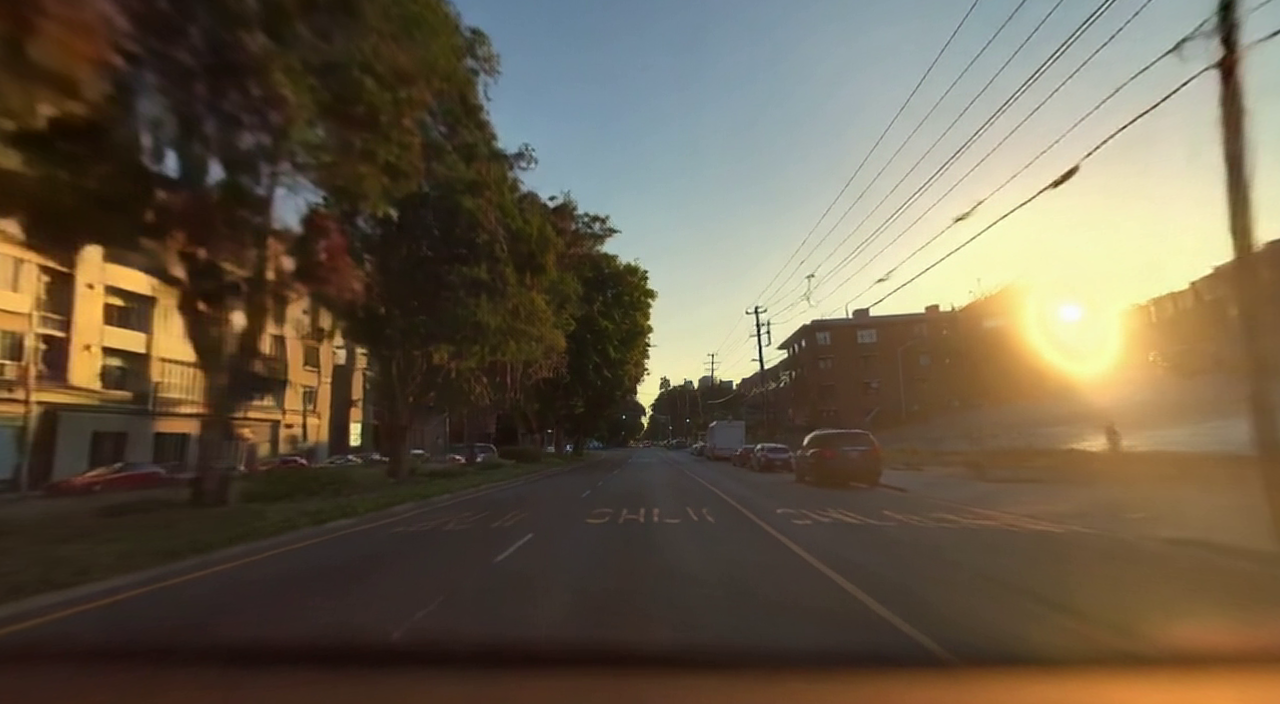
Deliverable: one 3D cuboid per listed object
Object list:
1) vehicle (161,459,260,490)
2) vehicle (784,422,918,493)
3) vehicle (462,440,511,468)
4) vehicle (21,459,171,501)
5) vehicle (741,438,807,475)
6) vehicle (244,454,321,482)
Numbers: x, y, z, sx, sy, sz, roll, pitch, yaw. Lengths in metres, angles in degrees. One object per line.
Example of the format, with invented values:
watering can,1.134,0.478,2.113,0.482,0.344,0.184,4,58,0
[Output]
vehicle,-22.186,6.322,32.788,1.907,1.404,4.413,-1,-9,2
vehicle,6.951,3.602,21.808,2.563,2.090,6.077,0,-9,1
vehicle,-11.704,7.833,48.529,2.418,1.978,5.196,-1,-9,1
vehicle,-22.330,5.227,26.206,1.877,1.473,4.892,-1,-9,1
vehicle,7.123,5.634,34.174,2.258,1.845,5.381,0,-9,-1
vehicle,-22.126,7.175,39.265,1.778,1.533,4.967,-1,-9,2
